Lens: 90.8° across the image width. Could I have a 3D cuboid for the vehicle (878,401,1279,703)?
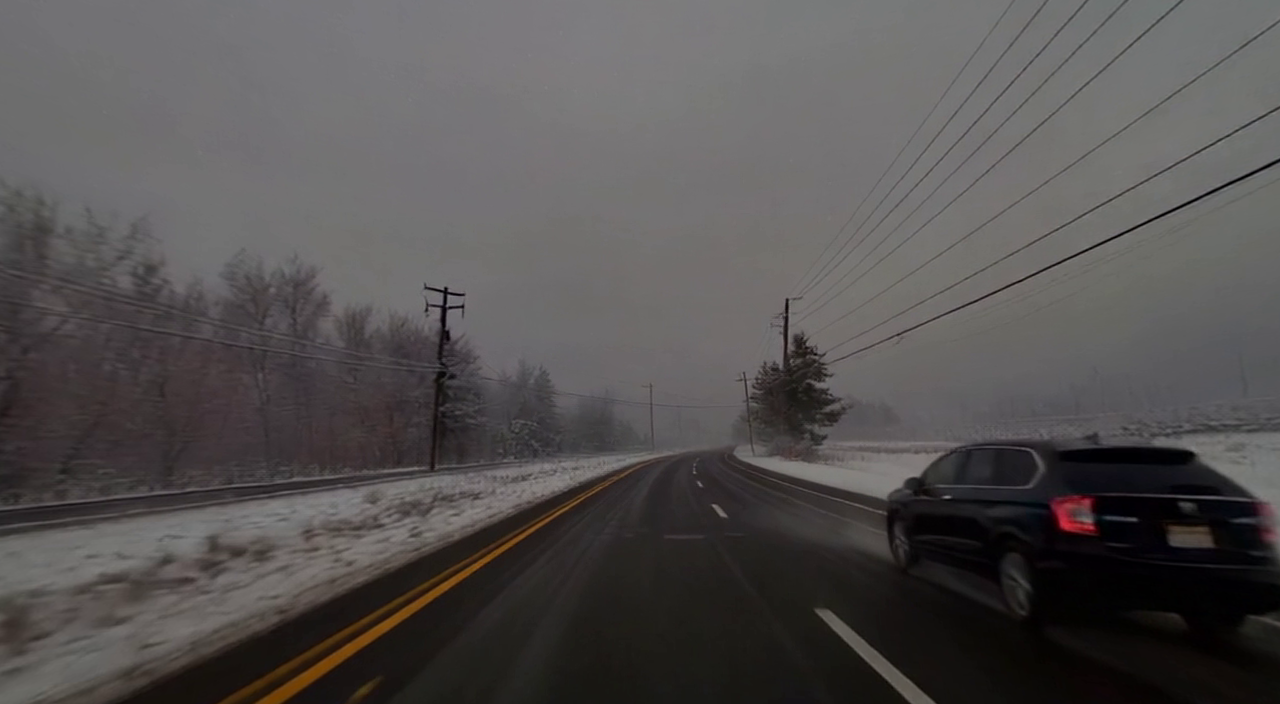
[{"bbox_3d":[3.903,1.419,5.347,2.135,1.692,4.185,0,-9,0],"label":"vehicle"}]
